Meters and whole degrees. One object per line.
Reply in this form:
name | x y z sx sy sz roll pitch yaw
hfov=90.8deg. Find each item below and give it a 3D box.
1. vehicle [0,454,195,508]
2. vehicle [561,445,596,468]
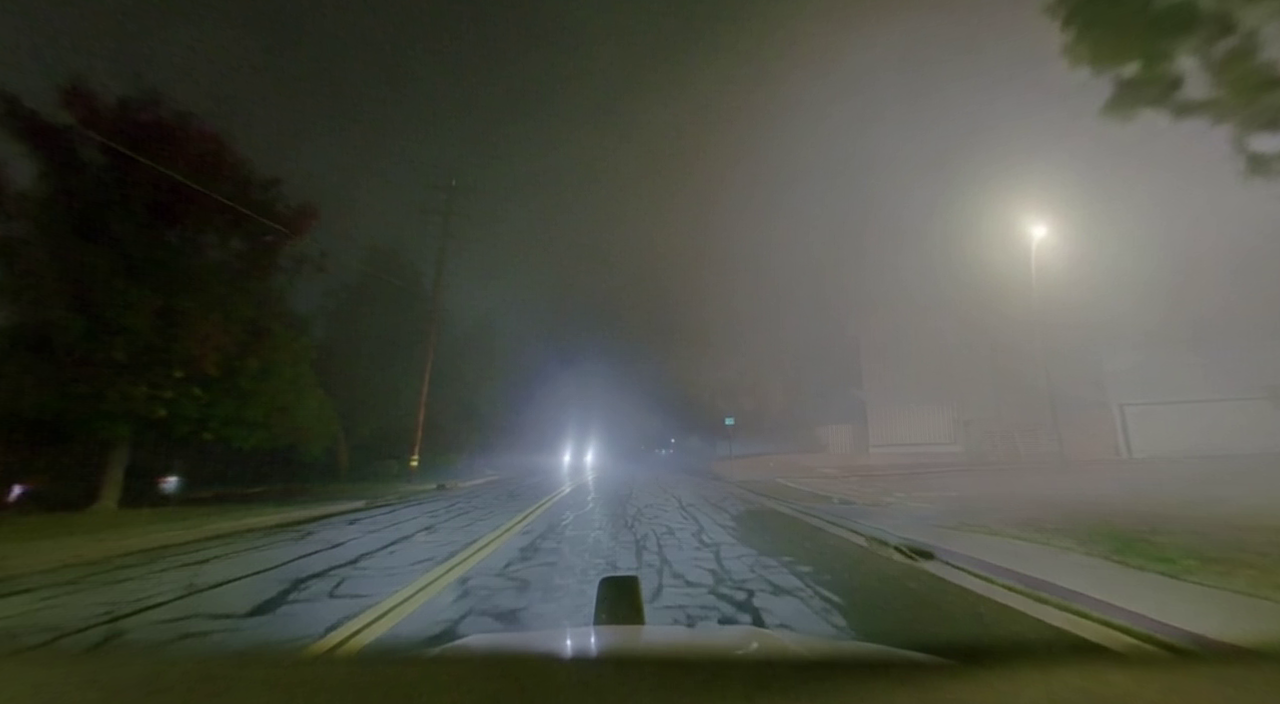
vehicle | -18.575 4.383 21.663 4.874 1.675 2.197 0 -8 -1
vehicle | -4.049 6.979 42.324 1.959 1.473 4.115 0 -9 0
